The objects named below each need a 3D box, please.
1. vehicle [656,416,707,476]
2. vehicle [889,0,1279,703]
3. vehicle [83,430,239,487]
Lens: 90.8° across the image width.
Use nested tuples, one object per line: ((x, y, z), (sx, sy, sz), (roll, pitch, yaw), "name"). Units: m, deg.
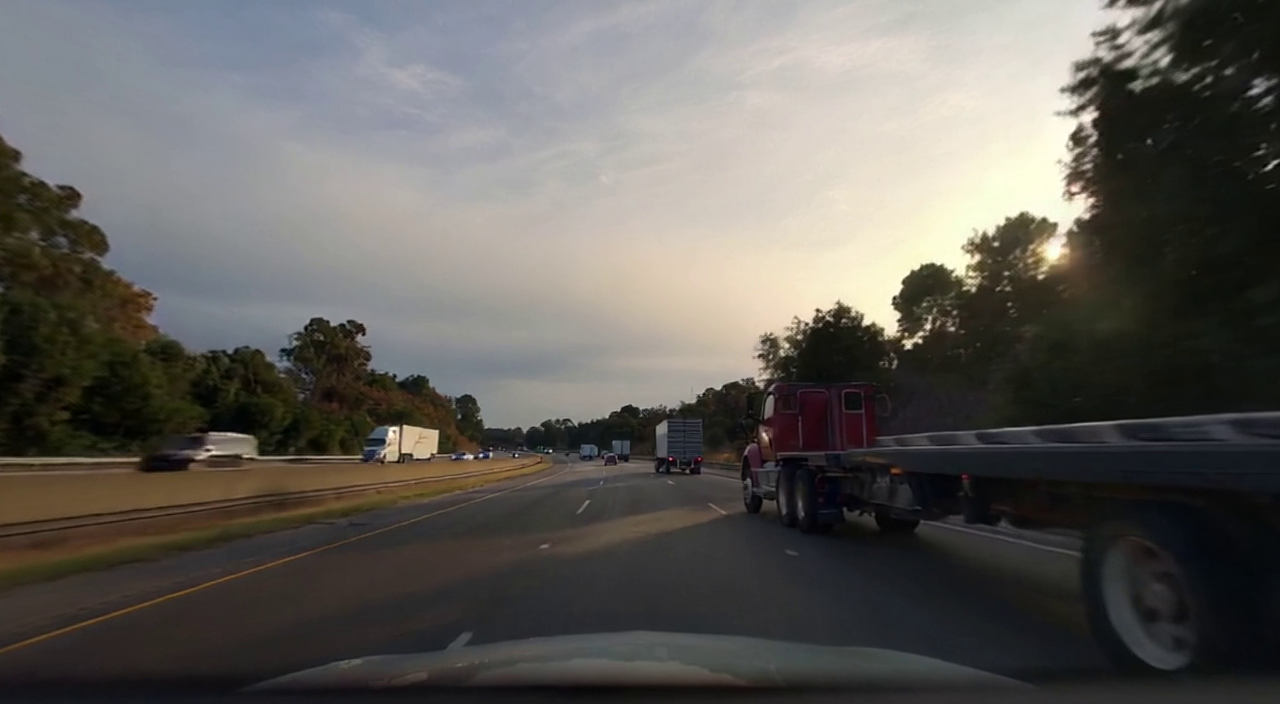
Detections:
((2.960, 7.105, 47.570), (2.826, 4.035, 8.369), (1, -9, -3), "vehicle")
((4.319, 0.055, 3.329), (2.832, 3.839, 7.263), (0, -9, -1), "vehicle")
((-17.244, 3.876, 23.115), (2.086, 1.861, 4.677), (0, -9, -1), "vehicle")
